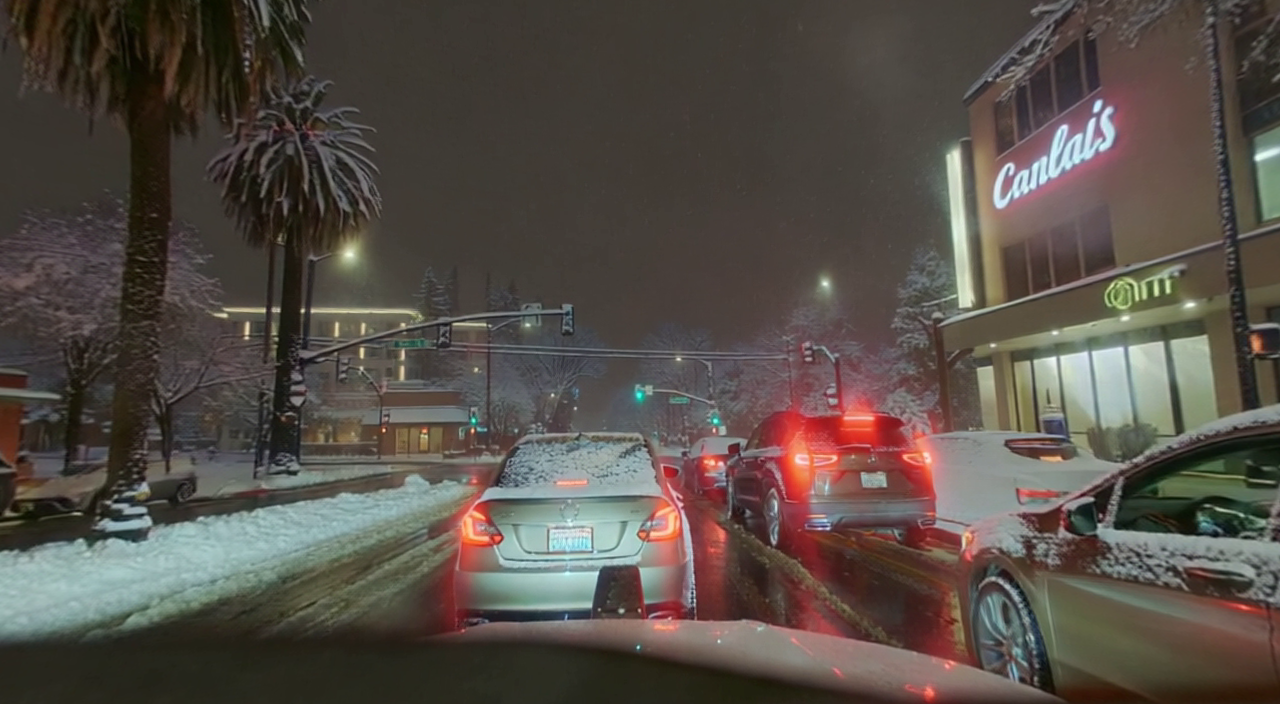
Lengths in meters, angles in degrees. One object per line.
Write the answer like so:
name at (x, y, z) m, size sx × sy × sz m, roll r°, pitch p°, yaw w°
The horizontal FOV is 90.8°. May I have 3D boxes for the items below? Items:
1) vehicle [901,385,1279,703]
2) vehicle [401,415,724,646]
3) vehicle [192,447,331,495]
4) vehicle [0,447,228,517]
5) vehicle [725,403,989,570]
vehicle at (2.620, 0.812, 1.481) m, size 2.085 × 1.469 × 4.458 m, roll 0°, pitch -9°, yaw 0°
vehicle at (-0.519, 1.472, 6.235) m, size 2.096 × 1.492 × 4.071 m, roll 0°, pitch -9°, yaw 0°
vehicle at (-12.861, 4.025, 21.889) m, size 1.856 × 1.455 × 4.700 m, roll 0°, pitch -9°, yaw 0°
vehicle at (-12.857, 3.142, 15.928) m, size 1.870 × 1.475 × 4.531 m, roll 0°, pitch -9°, yaw 0°
vehicle at (2.639, 1.775, 9.078) m, size 2.096 × 1.775 × 4.440 m, roll 0°, pitch -9°, yaw -1°
